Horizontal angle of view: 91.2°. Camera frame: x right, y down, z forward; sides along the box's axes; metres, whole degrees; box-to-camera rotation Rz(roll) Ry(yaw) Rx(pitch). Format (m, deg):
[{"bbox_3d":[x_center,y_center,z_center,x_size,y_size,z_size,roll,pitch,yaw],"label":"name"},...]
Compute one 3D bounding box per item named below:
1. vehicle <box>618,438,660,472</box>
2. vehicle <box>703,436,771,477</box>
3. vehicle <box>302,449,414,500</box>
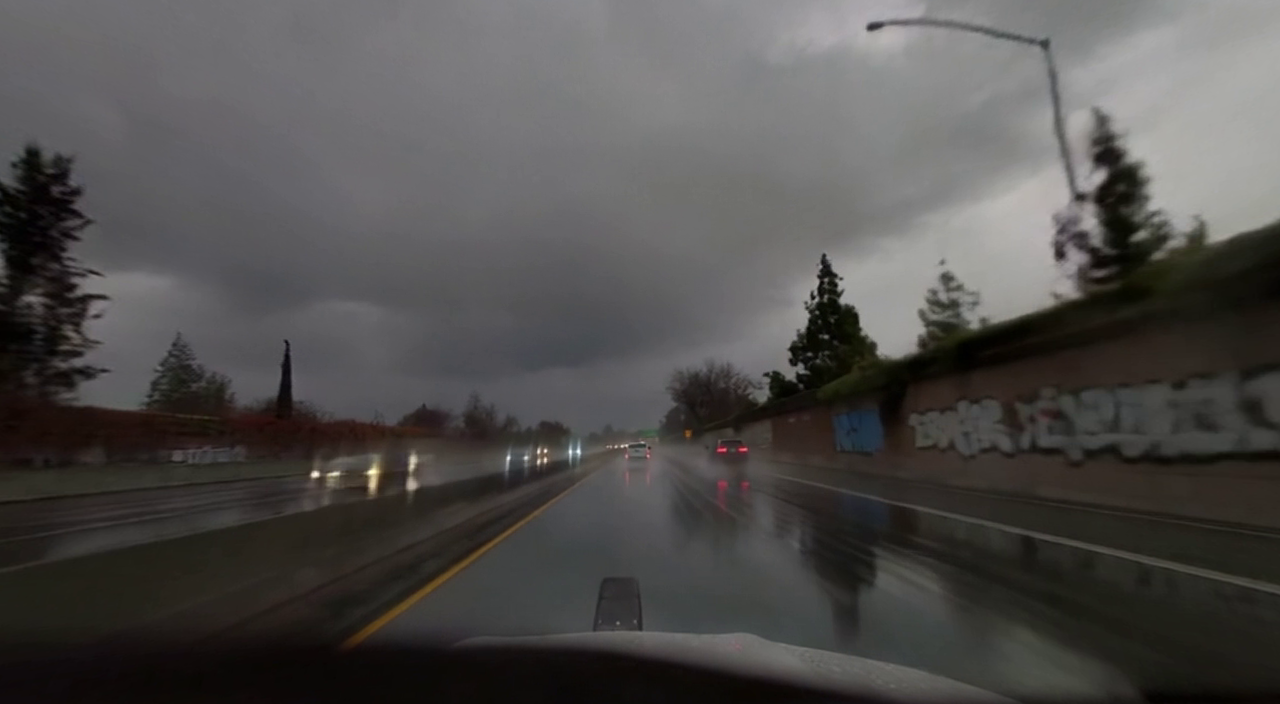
[{"bbox_3d":[-0.086,5.496,33.519,2.095,1.671,4.219,0,-9,-1],"label":"vehicle"},{"bbox_3d":[4.137,4.528,27.356,2.303,1.614,4.154,-1,-9,0],"label":"vehicle"},{"bbox_3d":[-9.358,4.046,21.222,1.853,1.505,4.218,-1,-9,0],"label":"vehicle"}]
